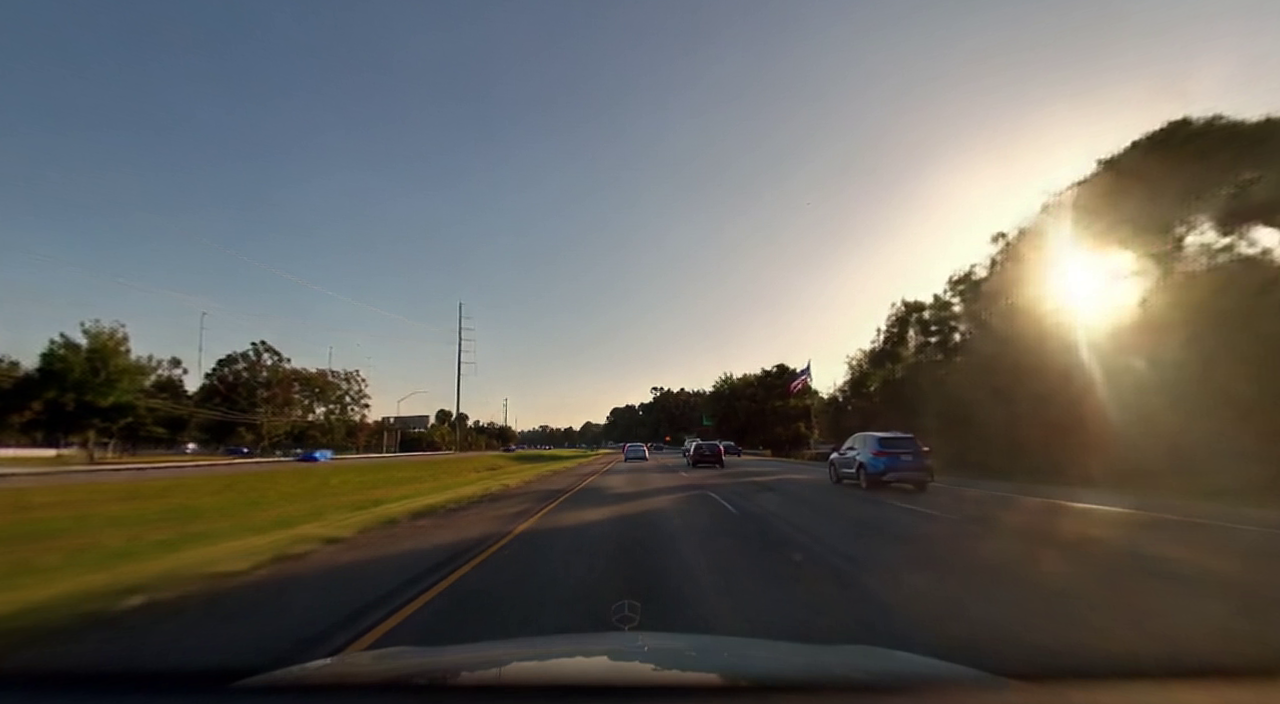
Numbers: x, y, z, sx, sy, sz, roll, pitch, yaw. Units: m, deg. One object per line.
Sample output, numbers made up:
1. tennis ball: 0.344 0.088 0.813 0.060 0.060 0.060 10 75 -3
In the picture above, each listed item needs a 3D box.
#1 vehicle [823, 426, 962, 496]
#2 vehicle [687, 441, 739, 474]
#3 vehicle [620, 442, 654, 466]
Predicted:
1. vehicle: 7.318 3.208 18.976 2.114 1.800 4.779 0 -8 -1
2. vehicle: 3.574 5.248 31.709 1.978 1.488 4.252 0 -8 -1
3. vehicle: -0.189 6.598 40.948 2.085 1.449 3.860 0 -8 0
